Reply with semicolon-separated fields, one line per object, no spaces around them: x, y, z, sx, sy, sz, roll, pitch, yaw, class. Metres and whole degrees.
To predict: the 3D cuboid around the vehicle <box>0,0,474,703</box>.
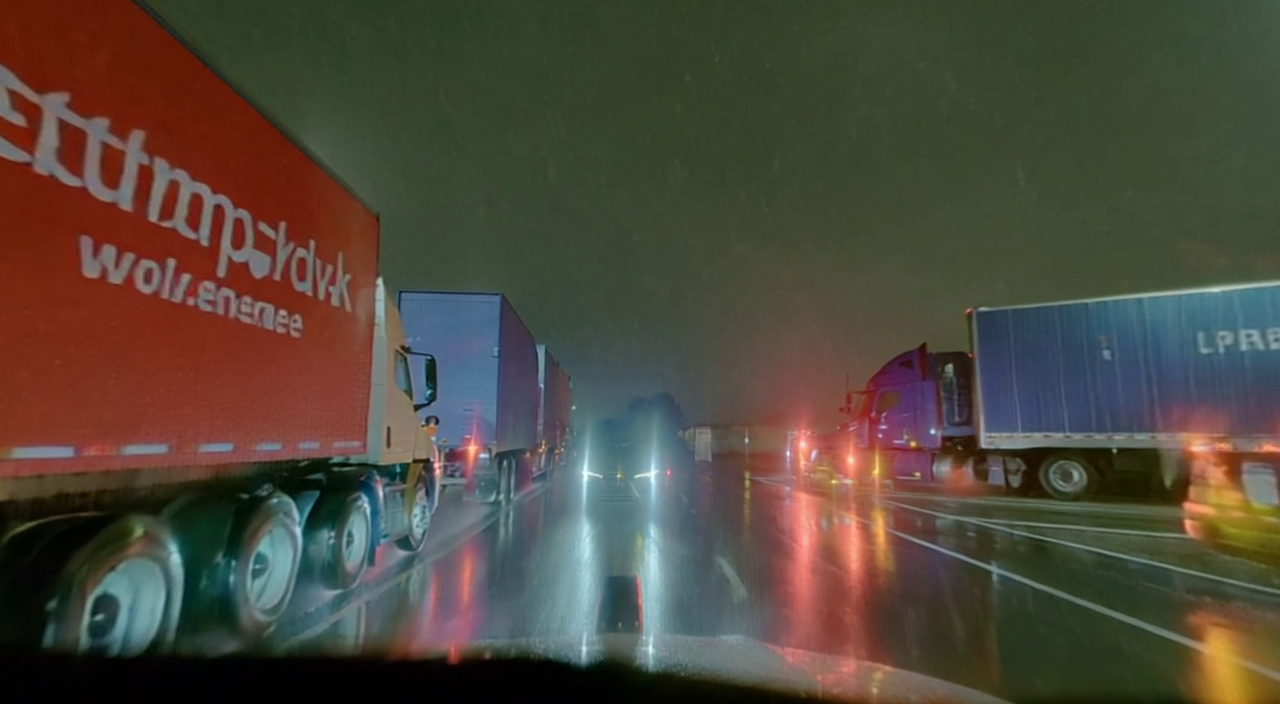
-3.991;0.509;5.018;2.986;3.391;9.523;0;-9;-2;vehicle

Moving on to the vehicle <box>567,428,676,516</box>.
-0.378;2.663;14.316;2.140;1.682;3.971;0;-9;0;vehicle

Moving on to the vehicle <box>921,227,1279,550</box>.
11.140;0.322;7.598;13.564;4.152;3.110;-9;-12;42;vehicle

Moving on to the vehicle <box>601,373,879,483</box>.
3.743;3.704;30.015;2.877;4.124;14.516;3;-8;-41;vehicle
